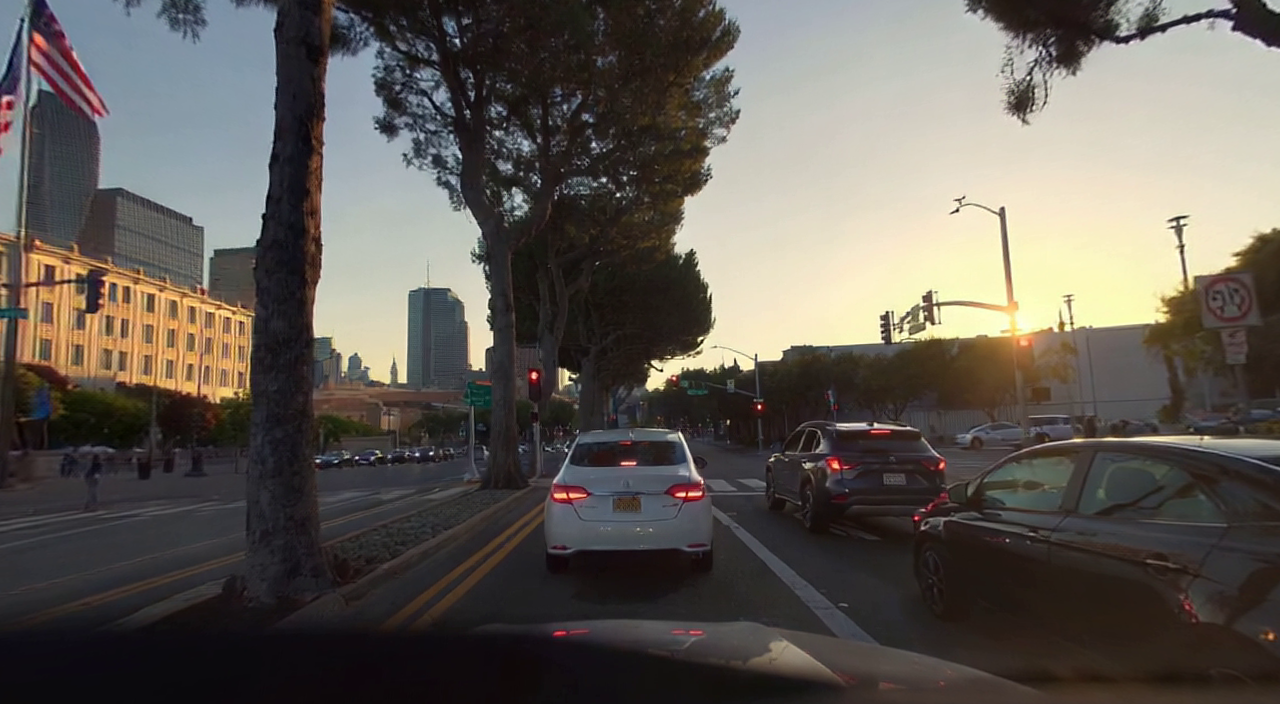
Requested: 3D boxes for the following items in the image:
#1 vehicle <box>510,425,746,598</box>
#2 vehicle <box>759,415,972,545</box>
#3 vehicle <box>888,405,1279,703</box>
[{"bbox_3d":[-0.109,1.702,7.570,2.096,1.521,3.747,0,-8,0],"label":"vehicle"},{"bbox_3d":[3.502,2.079,10.934,1.978,1.738,4.599,0,-8,0],"label":"vehicle"},{"bbox_3d":[3.379,1.177,4.011,1.833,1.465,4.258,0,-8,-1],"label":"vehicle"}]
